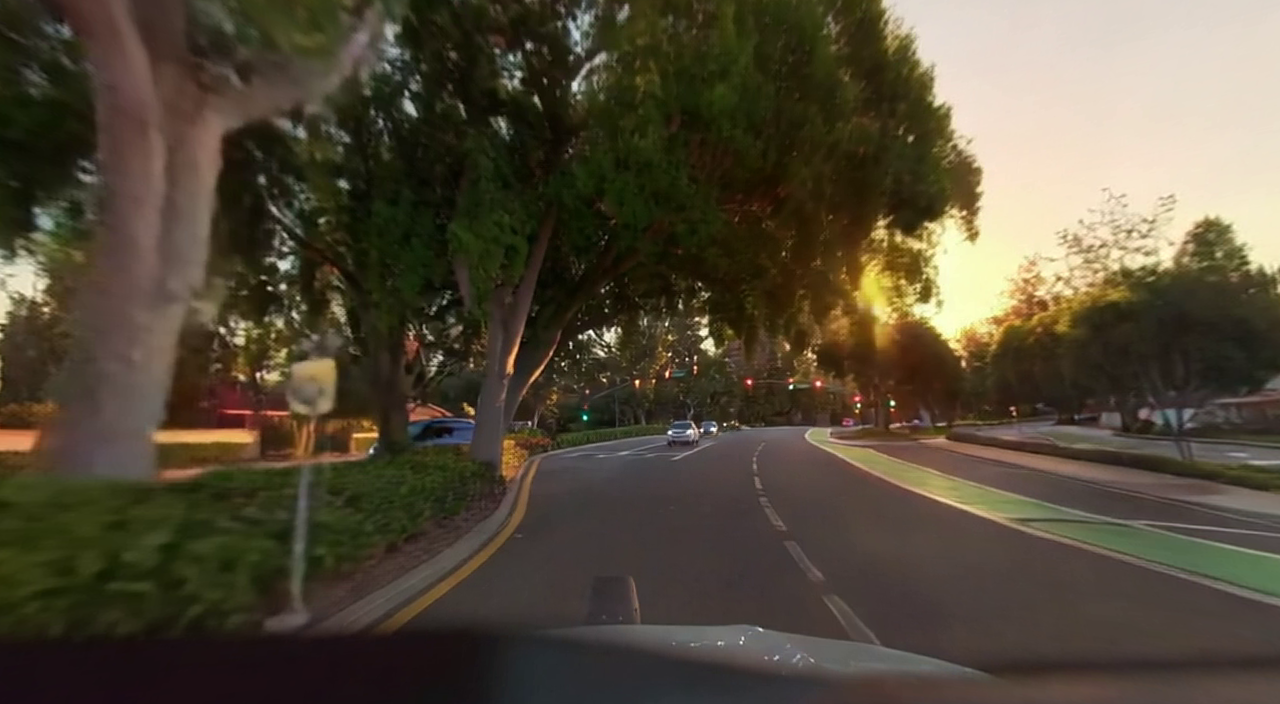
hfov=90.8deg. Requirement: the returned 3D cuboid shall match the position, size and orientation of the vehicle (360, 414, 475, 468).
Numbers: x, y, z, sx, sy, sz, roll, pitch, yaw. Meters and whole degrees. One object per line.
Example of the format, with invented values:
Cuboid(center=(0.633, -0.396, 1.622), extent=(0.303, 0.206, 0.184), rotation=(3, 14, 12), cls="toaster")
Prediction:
Cuboid(center=(-8.341, 3.452, 24.265), extent=(2.182, 1.843, 4.604), rotation=(-1, -9, 8), cls="vehicle")
